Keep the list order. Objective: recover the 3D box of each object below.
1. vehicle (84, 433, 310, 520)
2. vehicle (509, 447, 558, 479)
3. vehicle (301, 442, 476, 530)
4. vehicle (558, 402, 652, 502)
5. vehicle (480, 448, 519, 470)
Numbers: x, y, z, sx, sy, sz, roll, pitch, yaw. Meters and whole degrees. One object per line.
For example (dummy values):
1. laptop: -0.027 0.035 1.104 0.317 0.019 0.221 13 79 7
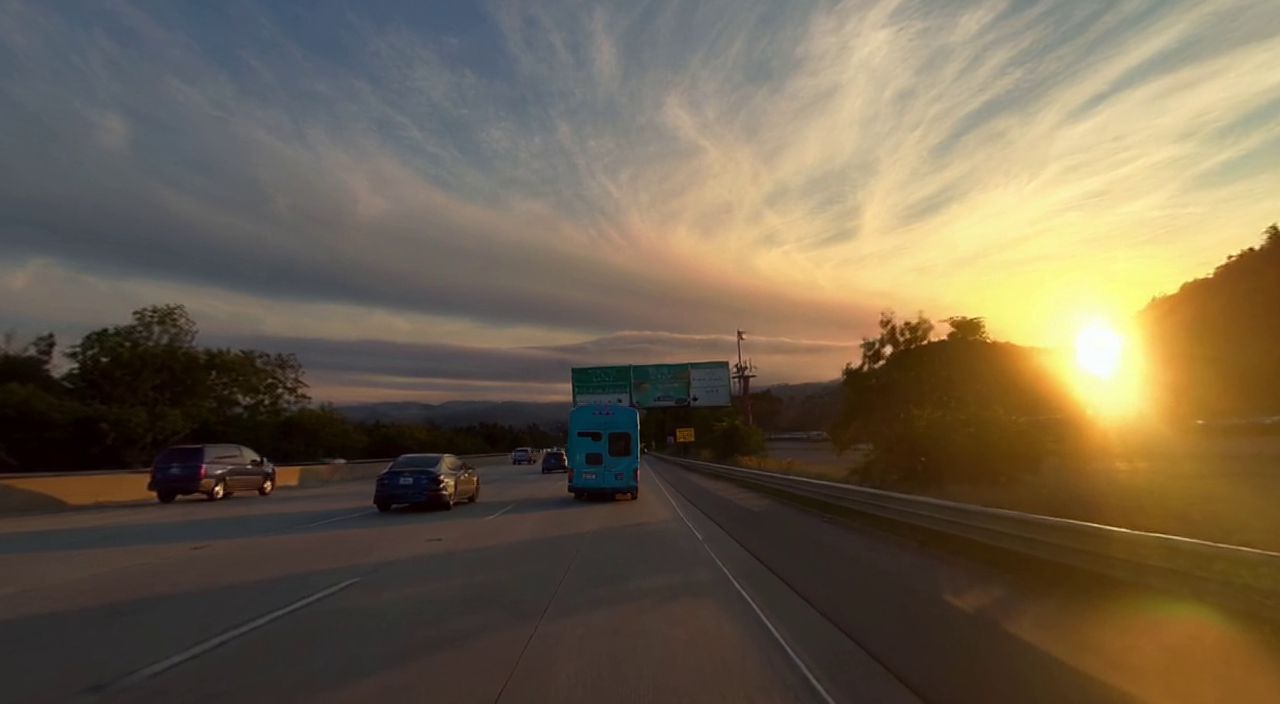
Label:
1. vehicle: -9.621 2.716 14.211 2.010 1.621 4.252 0 -9 -1
2. vehicle: -5.221 5.465 31.226 1.872 1.480 3.545 0 -9 -1
3. vehicle: -4.770 2.575 12.659 1.876 1.438 4.072 0 -9 -1
4. vehicle: -0.948 2.968 18.837 2.394 2.556 5.232 0 -9 -1
5. vehicle: -10.086 7.696 45.280 1.886 1.462 4.084 0 -9 -1
